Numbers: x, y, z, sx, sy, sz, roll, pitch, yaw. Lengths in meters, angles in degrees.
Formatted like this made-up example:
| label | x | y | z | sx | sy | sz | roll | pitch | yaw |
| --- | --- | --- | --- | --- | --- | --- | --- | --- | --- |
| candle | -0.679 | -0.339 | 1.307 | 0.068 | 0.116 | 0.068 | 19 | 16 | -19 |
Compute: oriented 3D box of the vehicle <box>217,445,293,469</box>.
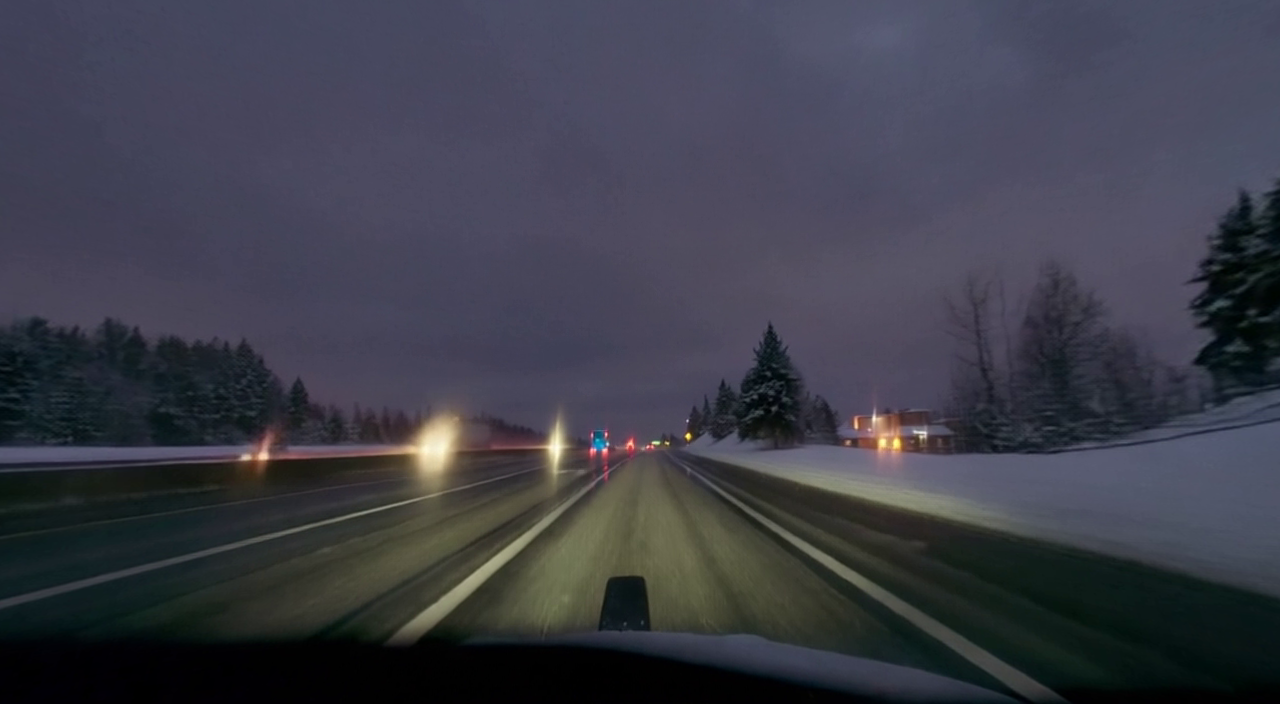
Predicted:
| label | x | y | z | sx | sy | sz | roll | pitch | yaw |
| --- | --- | --- | --- | --- | --- | --- | --- | --- | --- |
| vehicle | -26.071 | 7.092 | 42.904 | 1.866 | 1.493 | 5.057 | 0 | -8 | 1 |
